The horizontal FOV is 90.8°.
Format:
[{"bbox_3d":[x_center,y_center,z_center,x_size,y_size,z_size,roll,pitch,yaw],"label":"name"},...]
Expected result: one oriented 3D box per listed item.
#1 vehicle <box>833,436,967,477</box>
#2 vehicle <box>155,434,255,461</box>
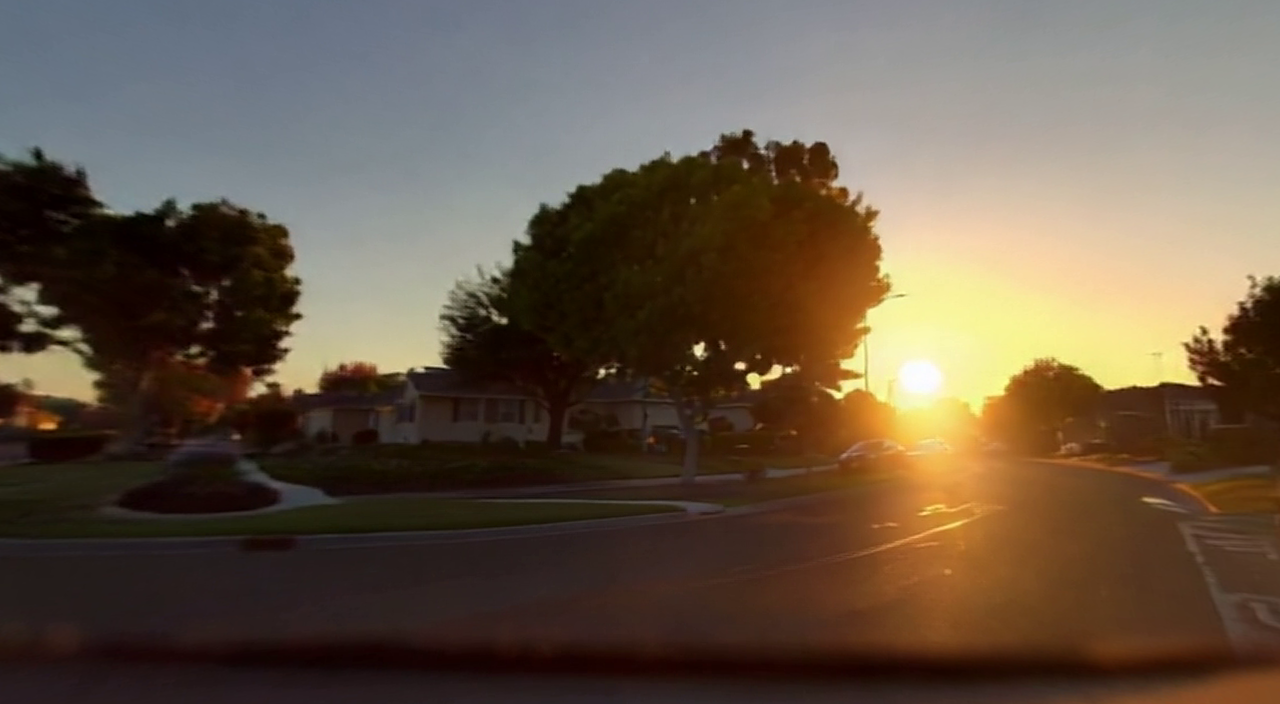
[{"bbox_3d":[10.616,4.299,26.149,4.750,1.559,1.928,-2,-9,11],"label":"vehicle"},{"bbox_3d":[-25.131,5.554,36.709,4.585,1.457,1.899,5,-10,-30],"label":"vehicle"}]
